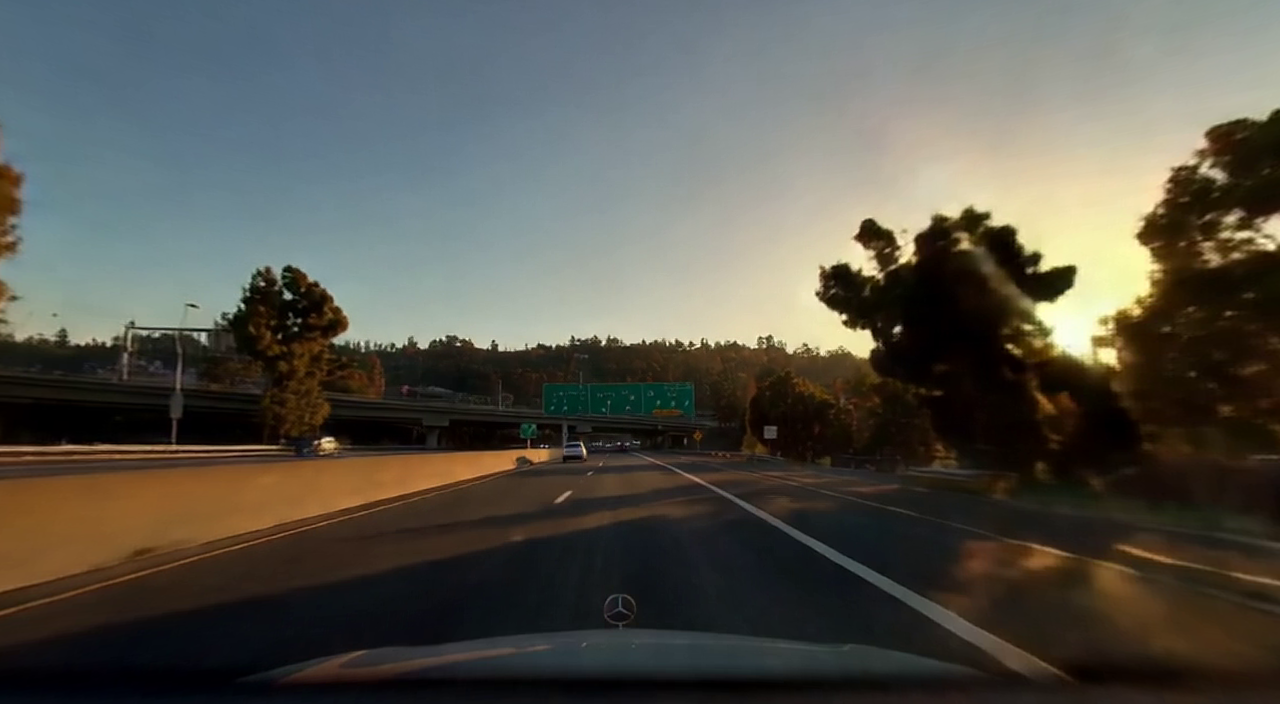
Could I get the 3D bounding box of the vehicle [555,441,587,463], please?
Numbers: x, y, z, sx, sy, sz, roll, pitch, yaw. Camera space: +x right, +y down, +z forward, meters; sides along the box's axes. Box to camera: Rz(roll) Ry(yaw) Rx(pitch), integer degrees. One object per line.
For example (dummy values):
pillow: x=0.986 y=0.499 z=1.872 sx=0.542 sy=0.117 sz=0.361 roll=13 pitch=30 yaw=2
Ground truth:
vehicle: x=-5.066 y=7.432 z=46.638 sx=2.008 sy=1.521 sz=4.129 roll=0 pitch=-9 yaw=-1
